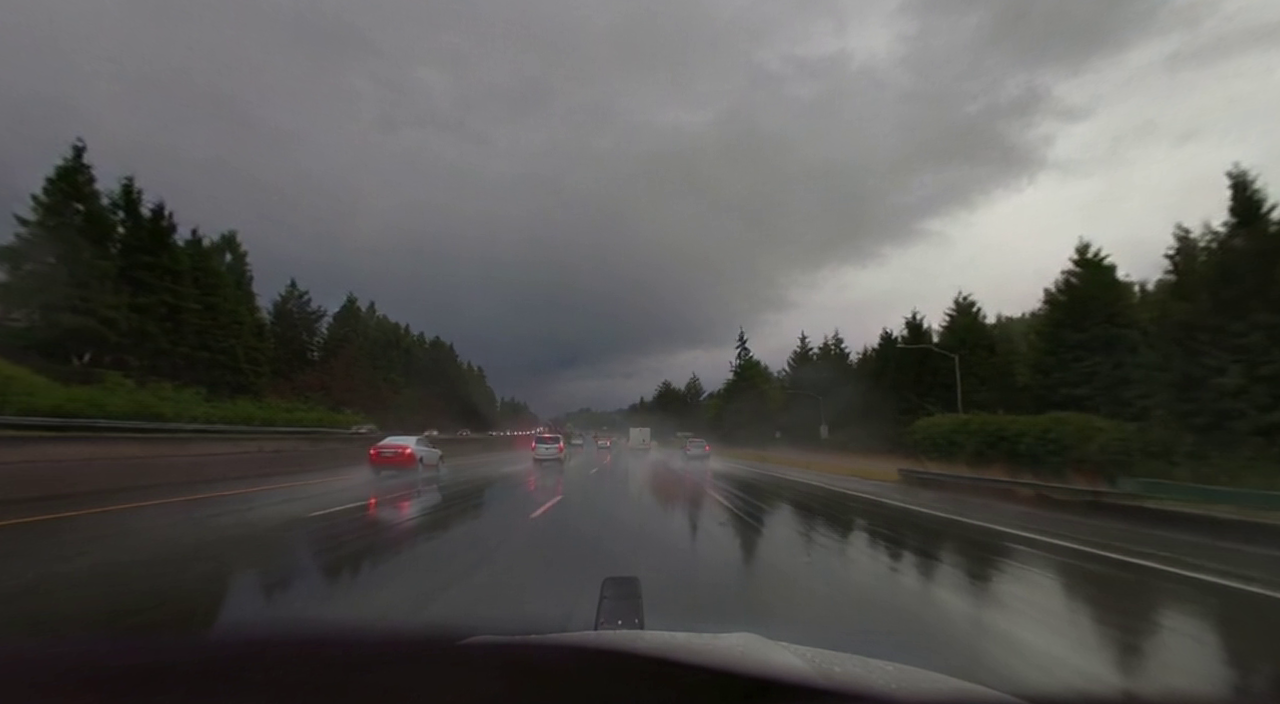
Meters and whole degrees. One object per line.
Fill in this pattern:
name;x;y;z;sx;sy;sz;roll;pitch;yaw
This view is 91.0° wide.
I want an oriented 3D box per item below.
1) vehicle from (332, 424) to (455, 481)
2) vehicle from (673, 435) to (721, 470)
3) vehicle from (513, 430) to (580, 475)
vehicle;-8.187;3.413;21.500;2.237;1.703;4.681;0;-9;1
vehicle;2.949;5.334;33.516;2.053;1.698;4.097;0;-9;-1
vehicle;-3.678;4.070;25.607;2.002;1.680;4.301;0;-9;1
